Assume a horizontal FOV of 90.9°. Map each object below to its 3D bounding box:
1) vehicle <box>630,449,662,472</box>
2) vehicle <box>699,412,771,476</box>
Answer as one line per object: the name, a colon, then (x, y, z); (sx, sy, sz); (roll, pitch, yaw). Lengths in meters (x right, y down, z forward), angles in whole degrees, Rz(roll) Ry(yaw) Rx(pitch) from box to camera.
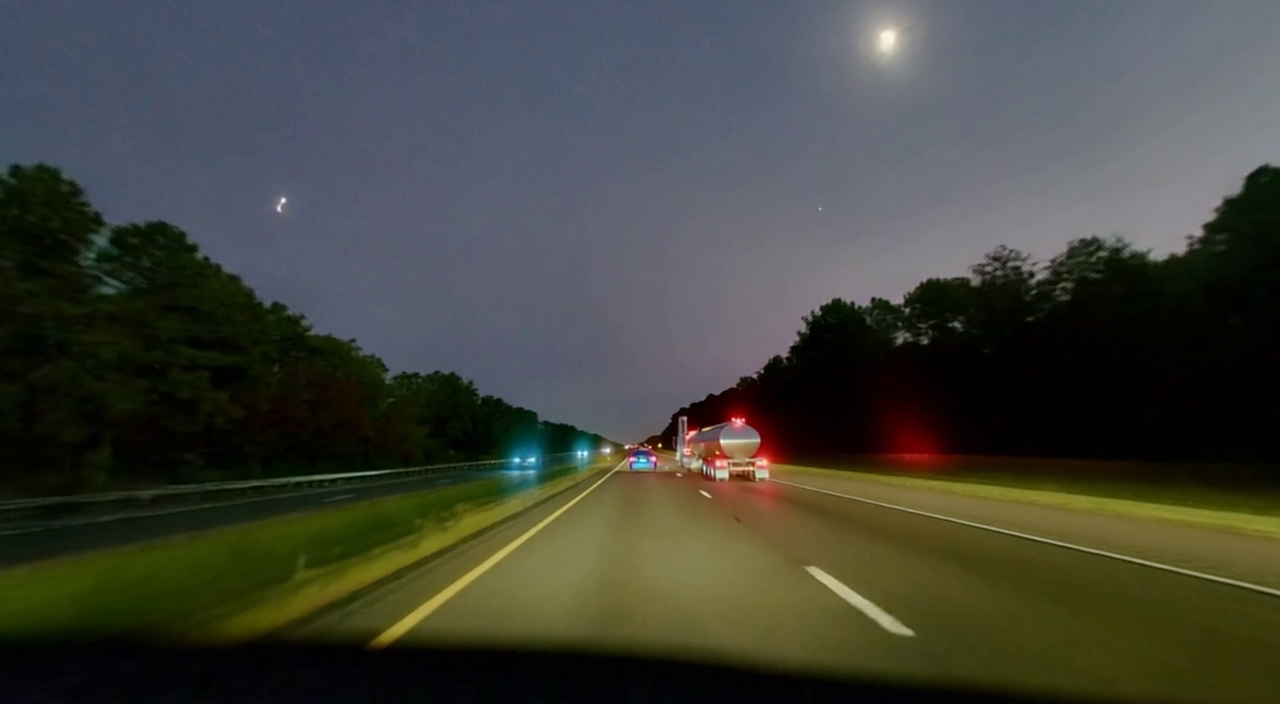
vehicle: (0.367, 6.832, 39.921); (1.926, 1.386, 3.615); (0, -9, 0)
vehicle: (4.901, 5.015, 34.092); (2.718, 3.034, 7.395); (0, -9, 0)
